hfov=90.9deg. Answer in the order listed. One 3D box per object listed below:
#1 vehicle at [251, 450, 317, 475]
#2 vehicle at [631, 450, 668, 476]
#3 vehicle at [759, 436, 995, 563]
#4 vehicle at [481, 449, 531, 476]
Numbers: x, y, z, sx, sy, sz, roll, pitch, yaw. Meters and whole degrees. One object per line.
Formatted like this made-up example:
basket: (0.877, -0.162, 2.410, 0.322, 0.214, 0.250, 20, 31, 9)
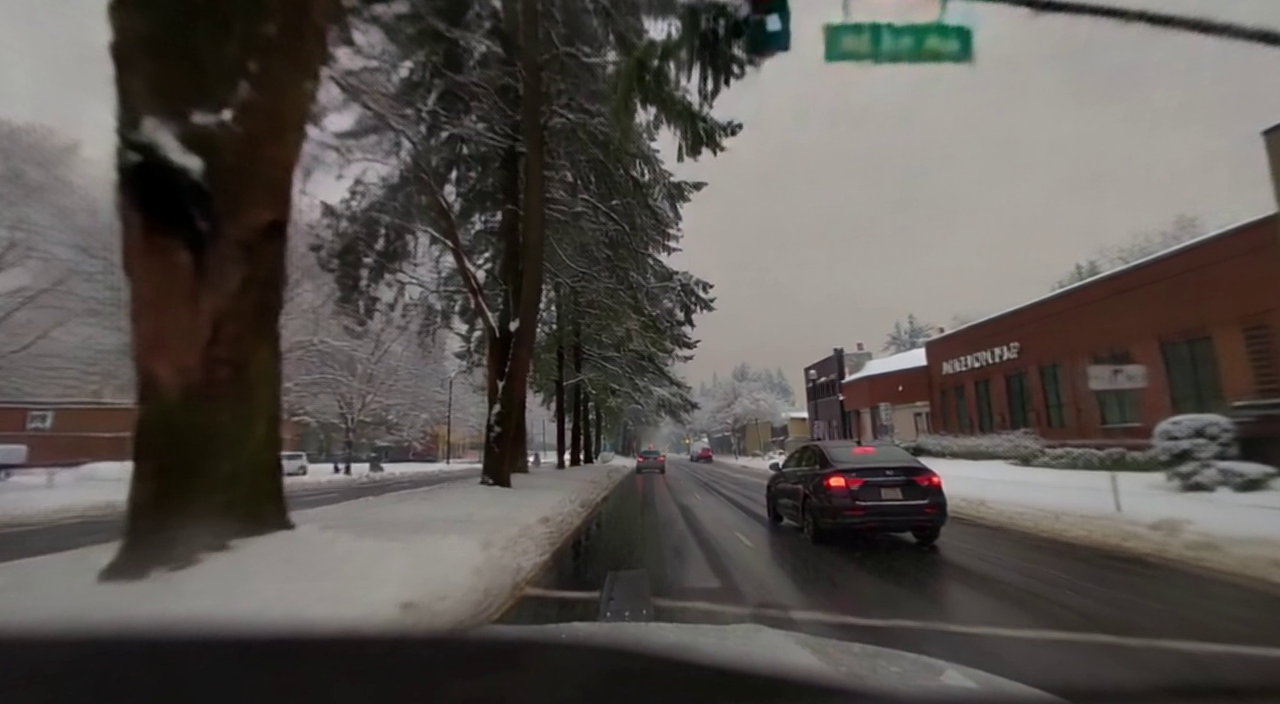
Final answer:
vehicle: (-26.447, 8.209, 47.014, 1.913, 1.678, 5.017, 0, -8, 1)
vehicle: (0.532, 6.135, 35.026, 1.945, 1.343, 3.827, 0, -9, 0)
vehicle: (3.238, 2.082, 9.653, 1.989, 1.498, 4.050, 0, -9, -1)
vehicle: (-7.963, 6.592, 37.932, 1.958, 1.487, 4.451, 0, -9, 1)
